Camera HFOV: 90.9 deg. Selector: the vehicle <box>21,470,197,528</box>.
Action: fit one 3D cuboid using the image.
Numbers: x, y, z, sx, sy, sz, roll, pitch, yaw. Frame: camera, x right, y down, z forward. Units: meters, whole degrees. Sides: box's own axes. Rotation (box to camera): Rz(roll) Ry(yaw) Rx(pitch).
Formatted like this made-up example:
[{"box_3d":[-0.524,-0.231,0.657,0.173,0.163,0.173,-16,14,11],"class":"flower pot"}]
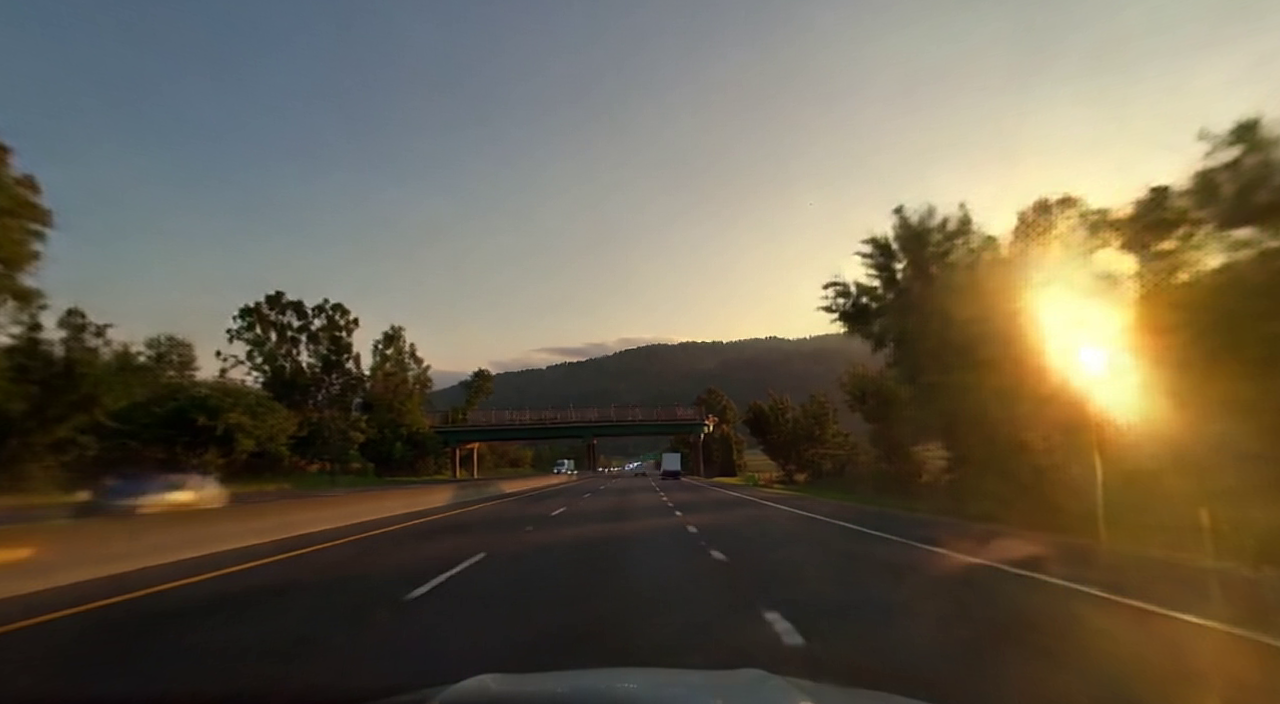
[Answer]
[{"box_3d":[-16.179,4.464,19.544,1.830,1.526,4.105,1,-11,0],"class":"vehicle"}]
